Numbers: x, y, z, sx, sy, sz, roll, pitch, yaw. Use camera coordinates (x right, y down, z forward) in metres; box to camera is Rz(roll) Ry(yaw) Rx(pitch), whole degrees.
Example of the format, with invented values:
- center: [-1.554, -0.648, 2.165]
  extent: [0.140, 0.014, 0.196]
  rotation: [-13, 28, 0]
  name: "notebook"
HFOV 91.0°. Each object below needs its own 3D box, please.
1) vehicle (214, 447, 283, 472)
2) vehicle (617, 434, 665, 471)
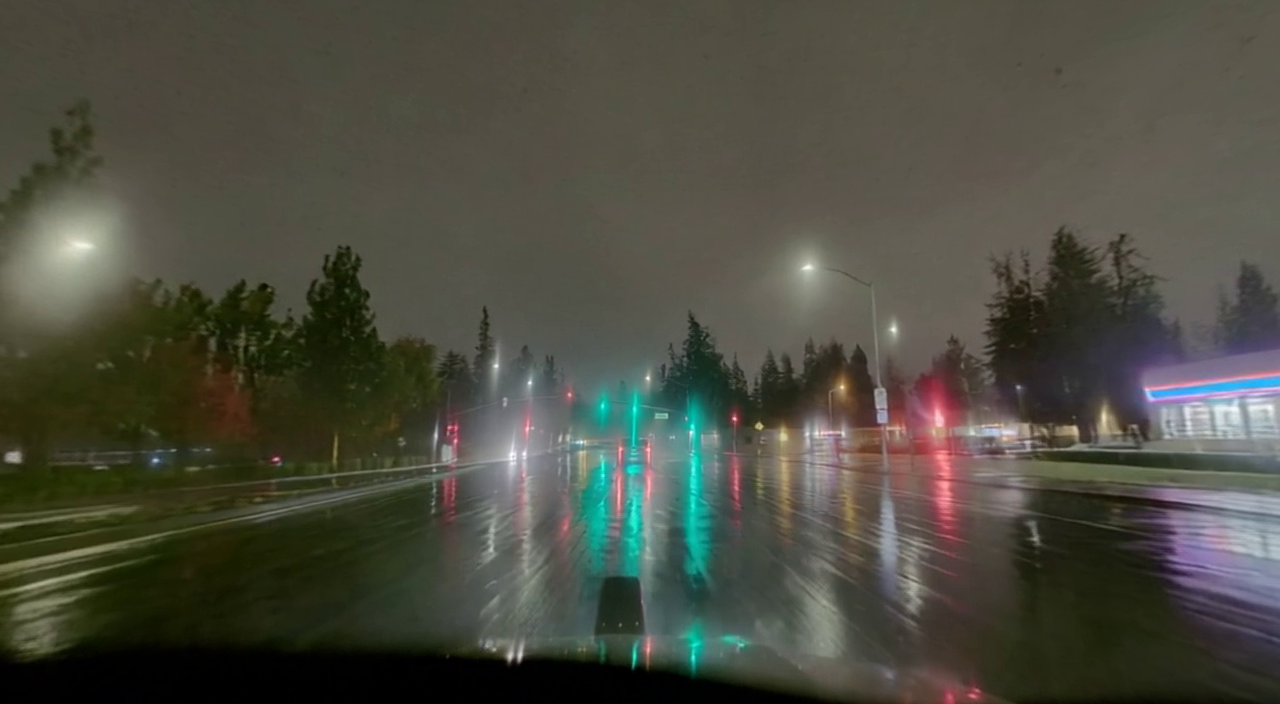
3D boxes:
- center: [-28.353, 7.750, 45.539]
  extent: [4.662, 1.677, 2.026]
  rotation: [-4, -9, 27]
  name: "vehicle"
- center: [0.023, 5.015, 31.505]
  extent: [2.213, 1.715, 4.242]
  rotation: [0, -8, -1]
  name: "vehicle"
